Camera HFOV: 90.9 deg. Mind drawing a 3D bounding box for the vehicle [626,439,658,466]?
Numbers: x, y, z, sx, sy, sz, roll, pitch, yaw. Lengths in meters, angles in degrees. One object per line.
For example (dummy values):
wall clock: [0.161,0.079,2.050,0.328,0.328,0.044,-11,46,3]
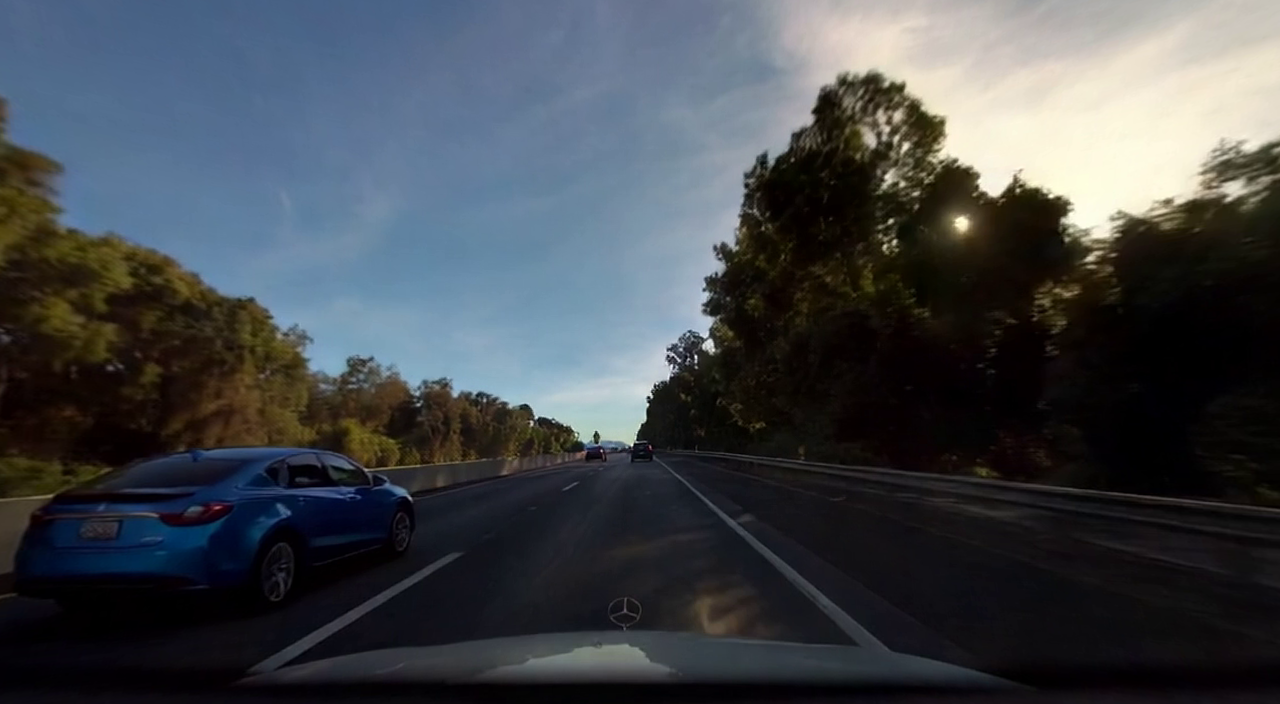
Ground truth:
vehicle: [0.106,6.963,43.752,2.126,1.786,3.958,0,-9,0]
